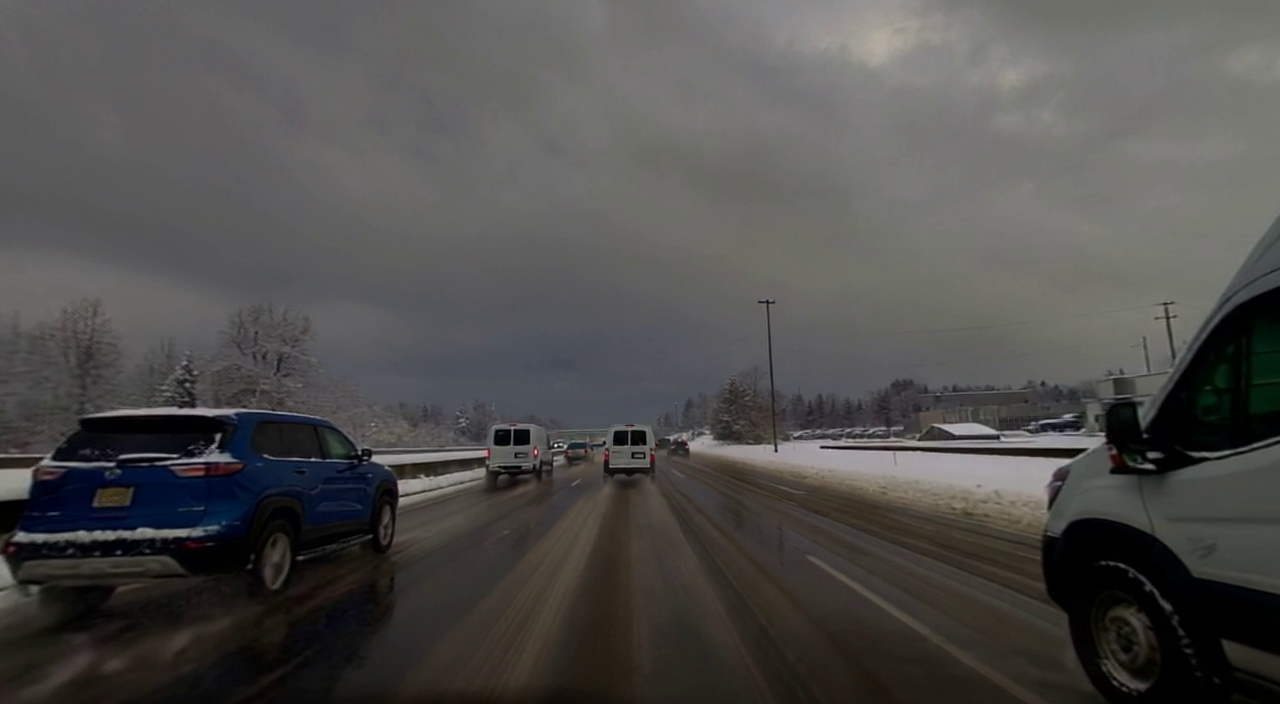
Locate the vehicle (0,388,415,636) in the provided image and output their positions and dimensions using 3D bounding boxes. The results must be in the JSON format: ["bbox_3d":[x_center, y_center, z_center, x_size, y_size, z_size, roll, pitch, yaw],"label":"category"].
[{"bbox_3d":[-4.117,1.414,6.593,1.972,1.703,4.333,0,-8,-1],"label":"vehicle"}]

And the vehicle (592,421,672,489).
[{"bbox_3d":[-0.292,3.285,20.354,2.304,1.925,4.282,0,-8,-2],"label":"vehicle"}]

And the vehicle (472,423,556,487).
[{"bbox_3d":[-4.182,3.502,21.673,2.038,1.936,4.300,0,-8,-1],"label":"vehicle"}]

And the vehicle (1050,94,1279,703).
[{"bbox_3d":[3.939,0.018,1.090,2.427,2.652,5.769,0,-8,-1],"label":"vehicle"}]
